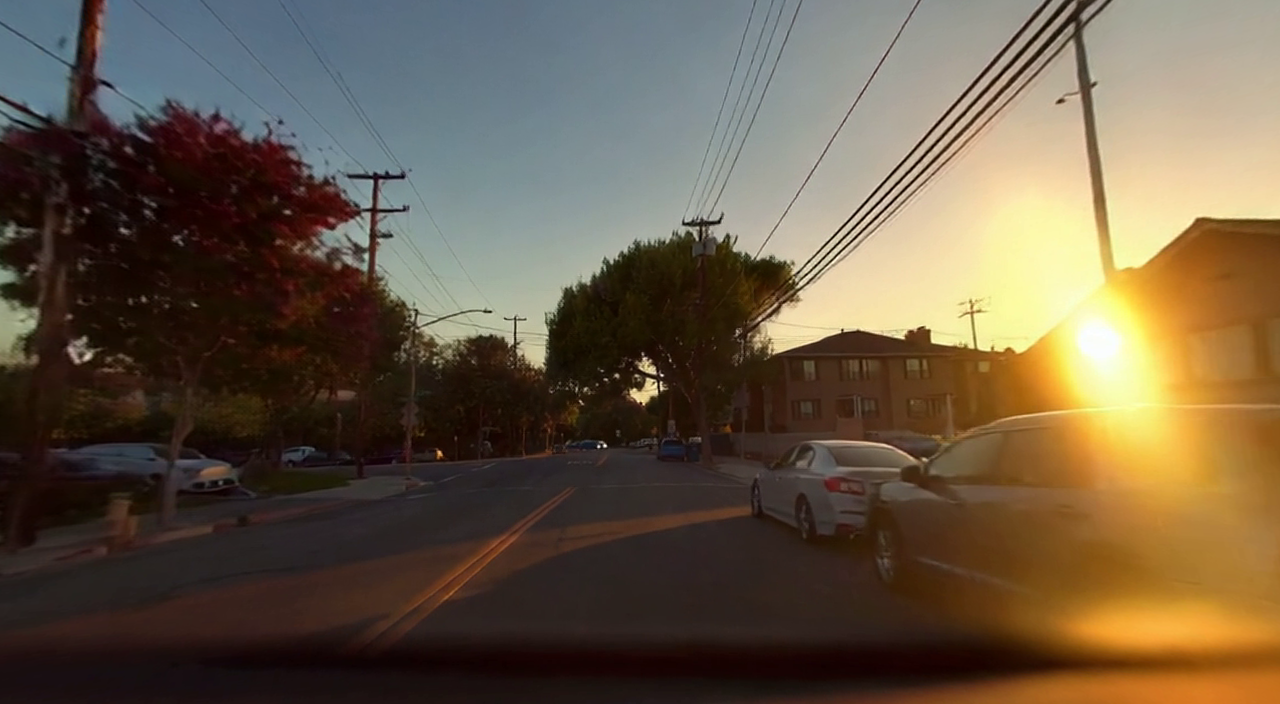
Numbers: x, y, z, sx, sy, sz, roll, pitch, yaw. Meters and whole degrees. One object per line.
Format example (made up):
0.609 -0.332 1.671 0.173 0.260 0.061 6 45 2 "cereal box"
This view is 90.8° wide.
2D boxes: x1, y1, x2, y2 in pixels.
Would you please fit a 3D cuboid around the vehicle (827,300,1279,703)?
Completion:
3.164 1.047 4.335 2.146 1.781 4.634 0 -9 -3 "vehicle"

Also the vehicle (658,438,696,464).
2.318 6.313 40.381 1.999 1.604 4.065 0 -9 -2 "vehicle"

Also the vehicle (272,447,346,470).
-25.157 8.118 48.200 1.814 1.462 4.703 -8 -9 30 "vehicle"

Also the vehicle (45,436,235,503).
-16.888 3.932 21.615 4.822 1.868 2.015 3 -10 -38 "vehicle"
